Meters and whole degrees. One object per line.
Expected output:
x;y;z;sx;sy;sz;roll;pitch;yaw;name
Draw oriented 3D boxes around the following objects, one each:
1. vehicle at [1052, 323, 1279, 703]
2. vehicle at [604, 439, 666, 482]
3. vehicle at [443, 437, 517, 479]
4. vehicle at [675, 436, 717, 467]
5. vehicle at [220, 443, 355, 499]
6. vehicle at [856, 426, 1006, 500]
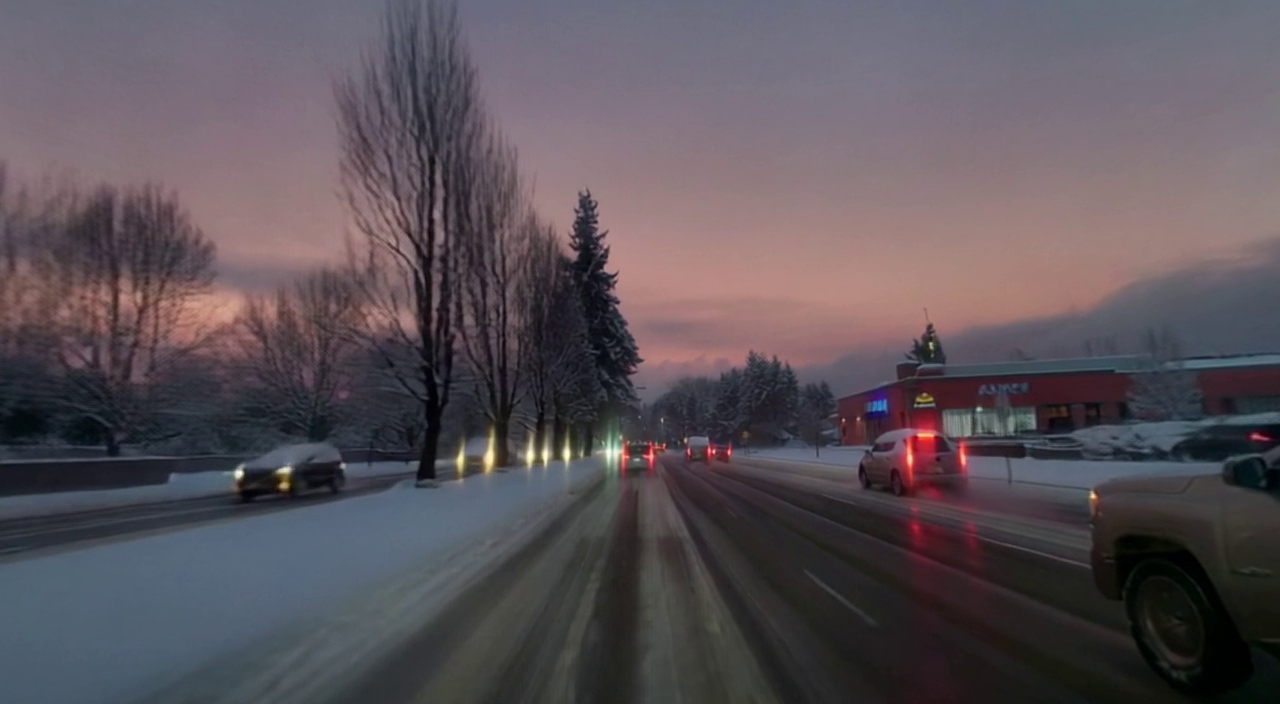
3.493;0.623;1.398;2.090;1.763;4.560;0;-9;1;vehicle
-0.144;4.375;25.564;2.315;1.563;4.080;0;-9;1;vehicle
-7.961;5.317;31.872;2.262;1.920;5.604;0;-9;0;vehicle
4.130;7.485;47.387;2.716;2.131;5.766;0;-9;1;vehicle
-12.102;4.070;21.966;2.021;1.712;4.469;0;-9;1;vehicle
7.866;3.044;17.573;2.090;1.768;4.407;0;-9;0;vehicle
